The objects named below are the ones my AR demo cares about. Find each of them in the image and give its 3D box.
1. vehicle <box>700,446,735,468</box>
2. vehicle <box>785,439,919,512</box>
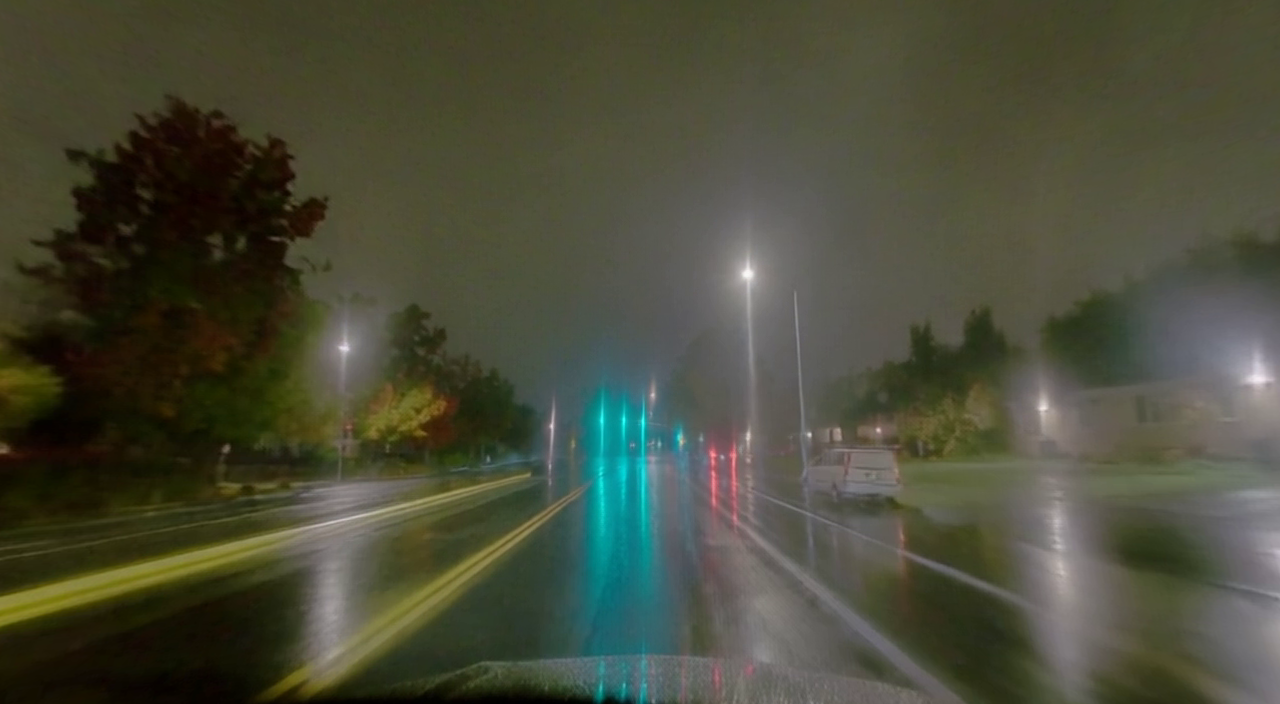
[{"bbox_3d":[5.428,7.397,44.713,2.032,1.478,5.040,0,-8,2],"label":"vehicle"},{"bbox_3d":[5.089,2.987,15.794,1.955,1.549,4.129,0,-8,1],"label":"vehicle"}]
